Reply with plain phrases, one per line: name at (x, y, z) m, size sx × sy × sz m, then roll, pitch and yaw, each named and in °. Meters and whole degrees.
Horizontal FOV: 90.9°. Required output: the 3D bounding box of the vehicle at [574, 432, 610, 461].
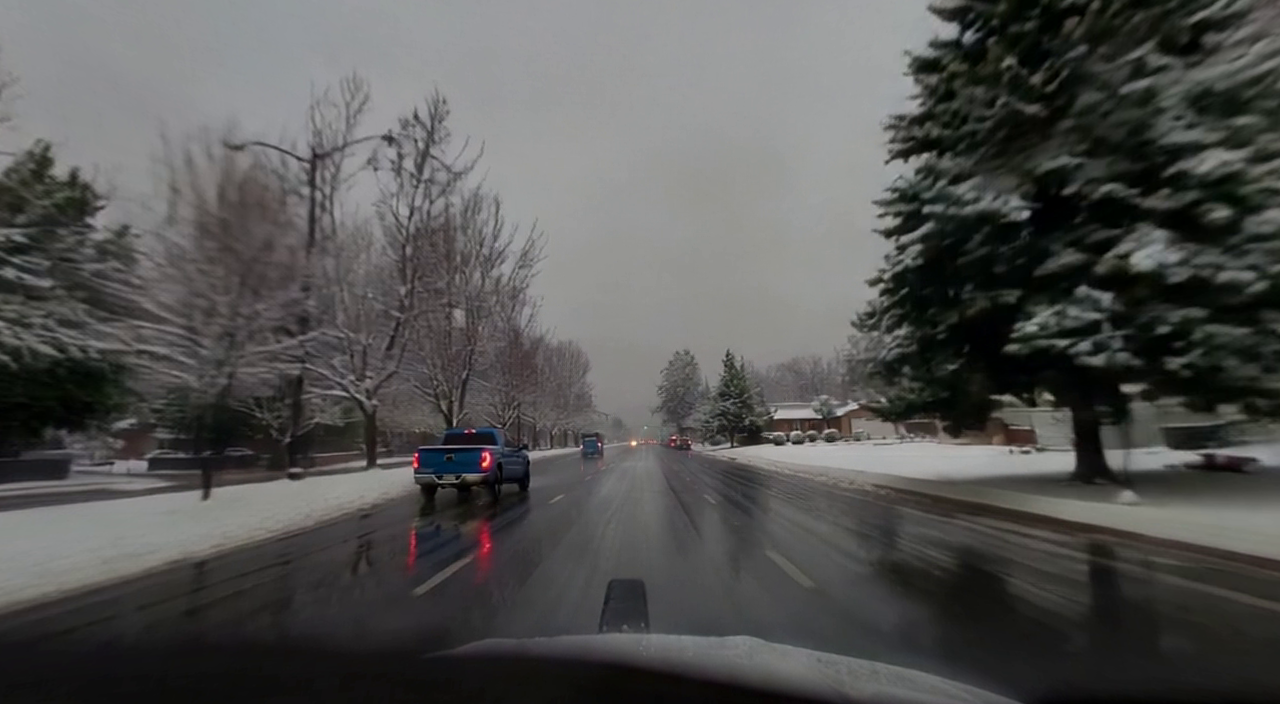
vehicle at (-3.472, 6.955, 46.244) m, size 2.230 × 1.987 × 4.385 m, roll 0°, pitch -8°, yaw 1°

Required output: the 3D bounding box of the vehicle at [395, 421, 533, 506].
vehicle at (-4.060, 2.671, 15.510) m, size 2.002 × 1.747 × 4.728 m, roll 0°, pitch -8°, yaw 0°
